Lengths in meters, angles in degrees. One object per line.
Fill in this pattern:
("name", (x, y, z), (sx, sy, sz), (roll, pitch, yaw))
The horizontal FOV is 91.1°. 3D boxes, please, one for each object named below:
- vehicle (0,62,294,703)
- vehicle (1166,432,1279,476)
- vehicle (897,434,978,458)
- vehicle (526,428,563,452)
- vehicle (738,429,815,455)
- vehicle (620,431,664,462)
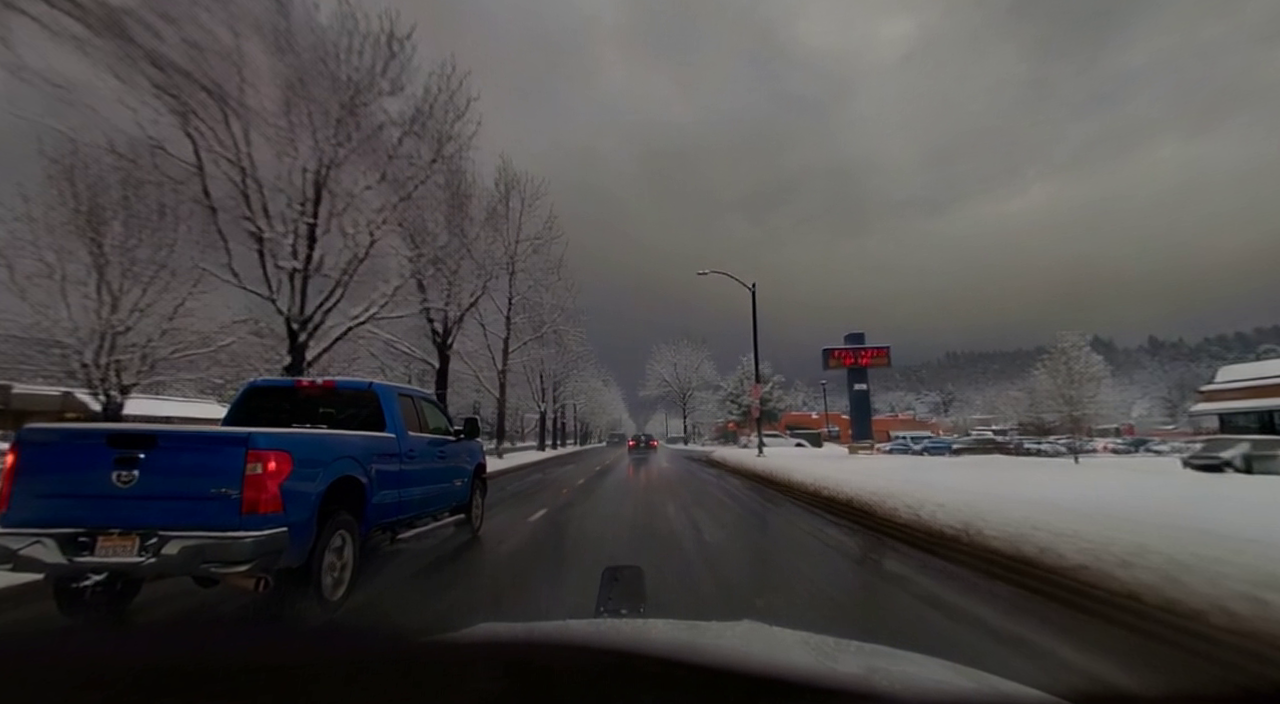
("vehicle", (-3.508, 0.170, 1.028), (2.733, 2.495, 5.037), (0, -8, 3))
("vehicle", (22.080, 3.633, 22.614), (4.437, 1.485, 2.027), (-5, -9, 30))
("vehicle", (20.783, 6.528, 43.852), (4.836, 1.567, 2.051), (-5, -9, 31))
("vehicle", (-7.493, 6.964, 49.709), (2.146, 1.788, 5.153), (0, -8, 0))
("vehicle", (9.586, 6.335, 44.152), (5.109, 1.735, 1.997), (4, -9, -25))
("vehicle", (0.109, 5.049, 33.662), (2.191, 1.530, 4.470), (0, -8, 0))
